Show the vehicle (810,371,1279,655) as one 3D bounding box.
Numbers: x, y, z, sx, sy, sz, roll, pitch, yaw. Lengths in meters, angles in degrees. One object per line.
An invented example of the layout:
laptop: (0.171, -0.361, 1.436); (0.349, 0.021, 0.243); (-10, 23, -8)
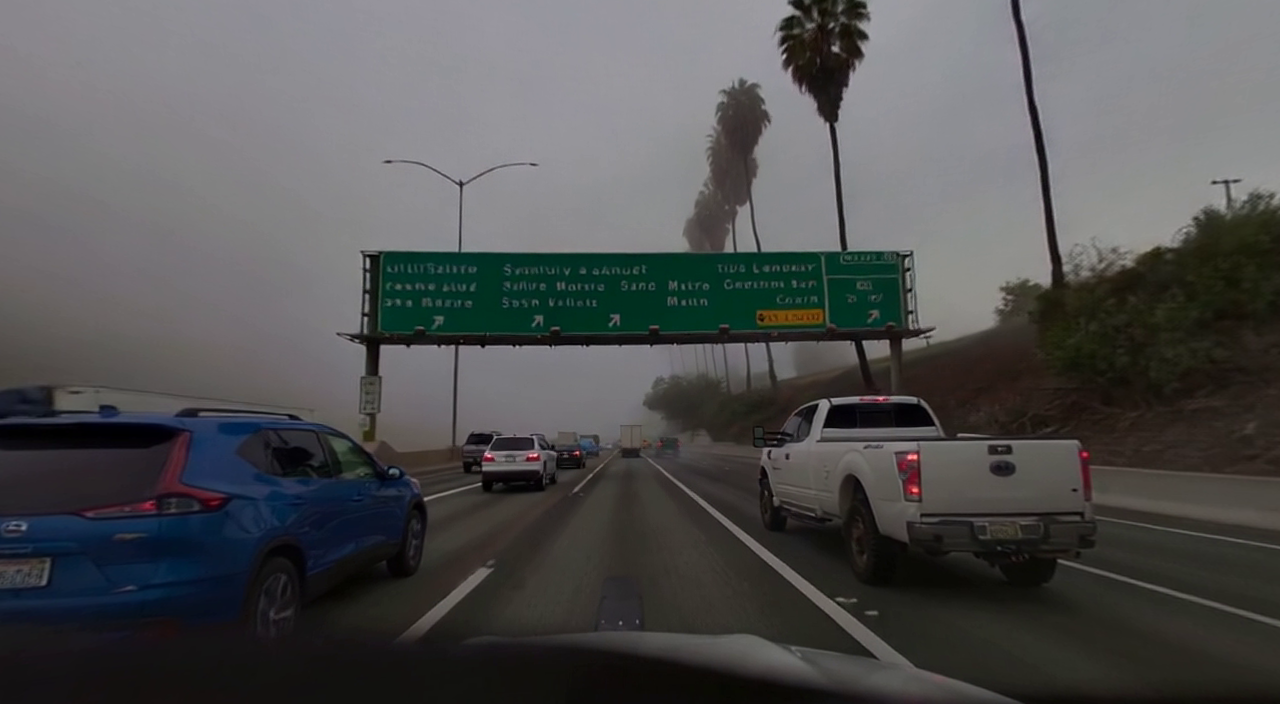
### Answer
vehicle: (3.123, 1.159, 5.577); (1.859, 1.416, 4.695); (0, -9, -1)

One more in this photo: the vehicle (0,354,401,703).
vehicle: (-3.221, 1.106, 3.904); (1.885, 1.654, 4.103); (0, -9, 0)

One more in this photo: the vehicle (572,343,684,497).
vehicle: (-0.259, 2.586, 22.004); (2.906, 4.040, 10.743); (0, -9, 1)

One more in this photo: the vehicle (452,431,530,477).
vehicle: (-6.945, 4.843, 30.175); (2.344, 1.954, 5.579); (0, -9, 0)
